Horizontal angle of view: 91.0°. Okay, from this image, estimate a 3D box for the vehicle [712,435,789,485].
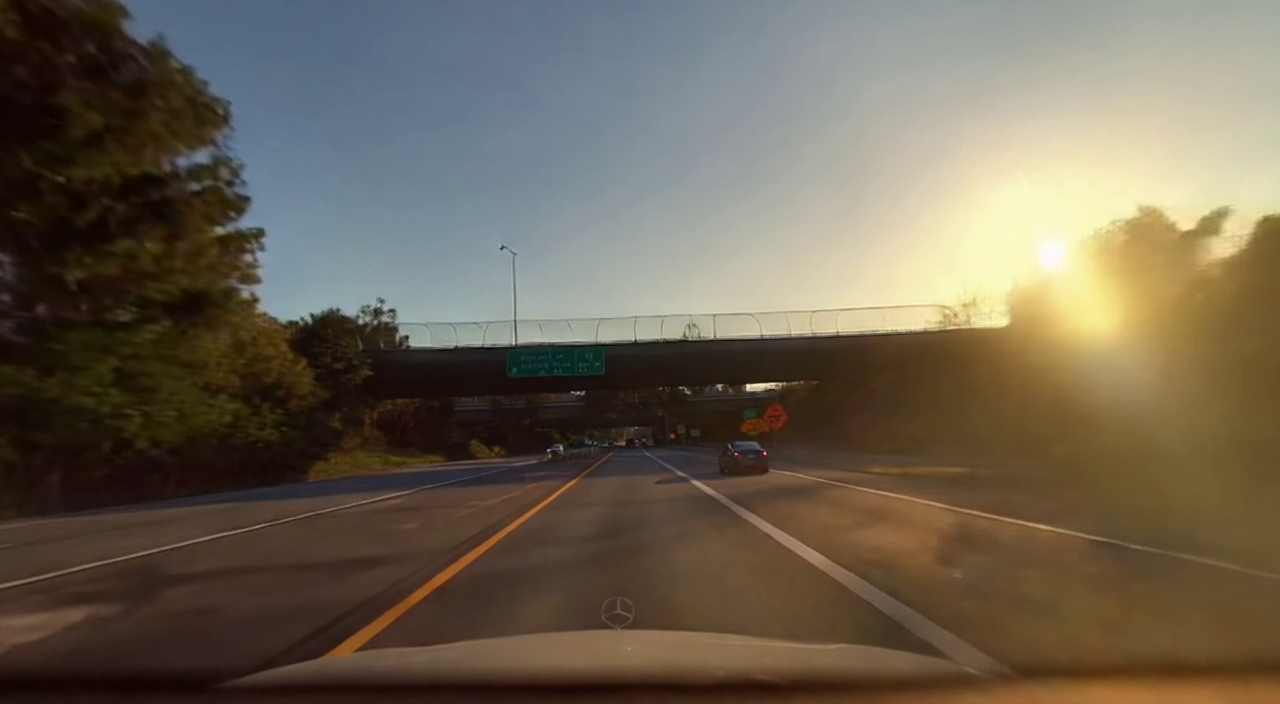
[{"bbox_3d":[3.564,3.530,20.920,1.781,1.470,3.540,0,-8,-2],"label":"vehicle"}]
